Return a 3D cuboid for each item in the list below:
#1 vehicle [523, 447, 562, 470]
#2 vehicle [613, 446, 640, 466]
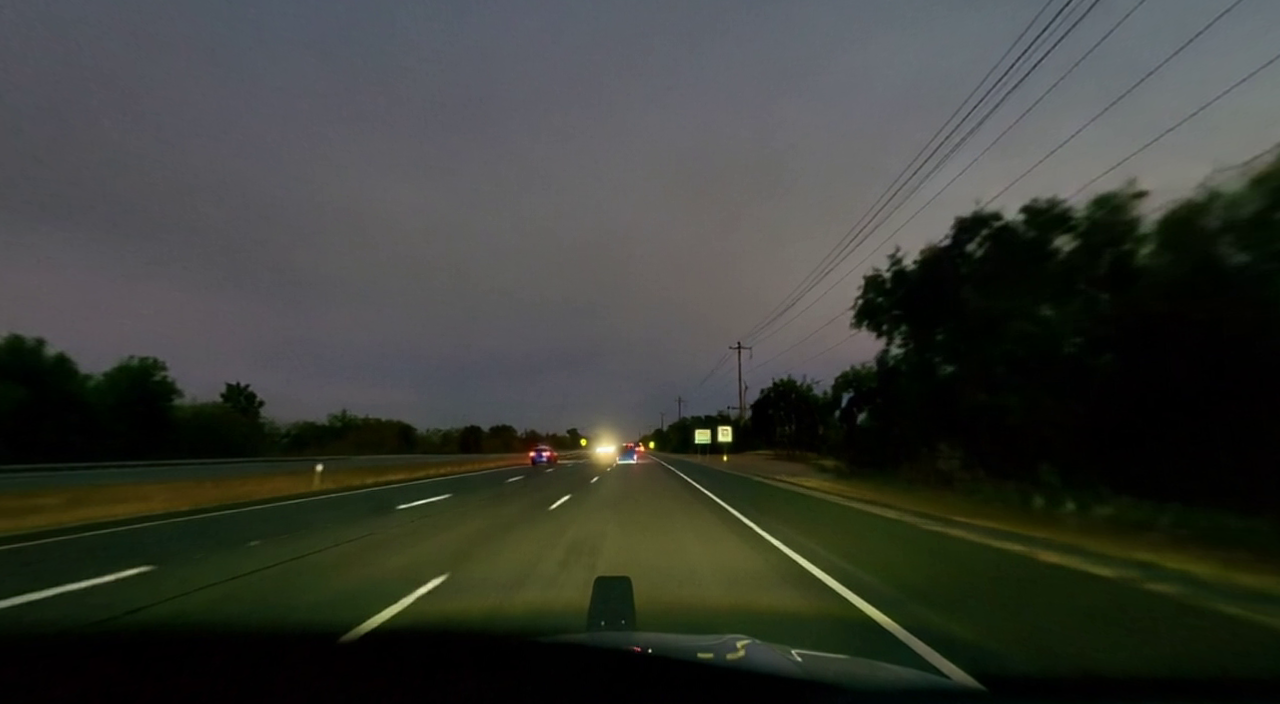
[{"bbox_3d":[-6.501,7.123,42.348,1.911,1.491,3.624,-1,-9,2],"label":"vehicle"},{"bbox_3d":[-0.985,8.074,48.856,1.968,1.462,3.937,0,-9,1],"label":"vehicle"}]
